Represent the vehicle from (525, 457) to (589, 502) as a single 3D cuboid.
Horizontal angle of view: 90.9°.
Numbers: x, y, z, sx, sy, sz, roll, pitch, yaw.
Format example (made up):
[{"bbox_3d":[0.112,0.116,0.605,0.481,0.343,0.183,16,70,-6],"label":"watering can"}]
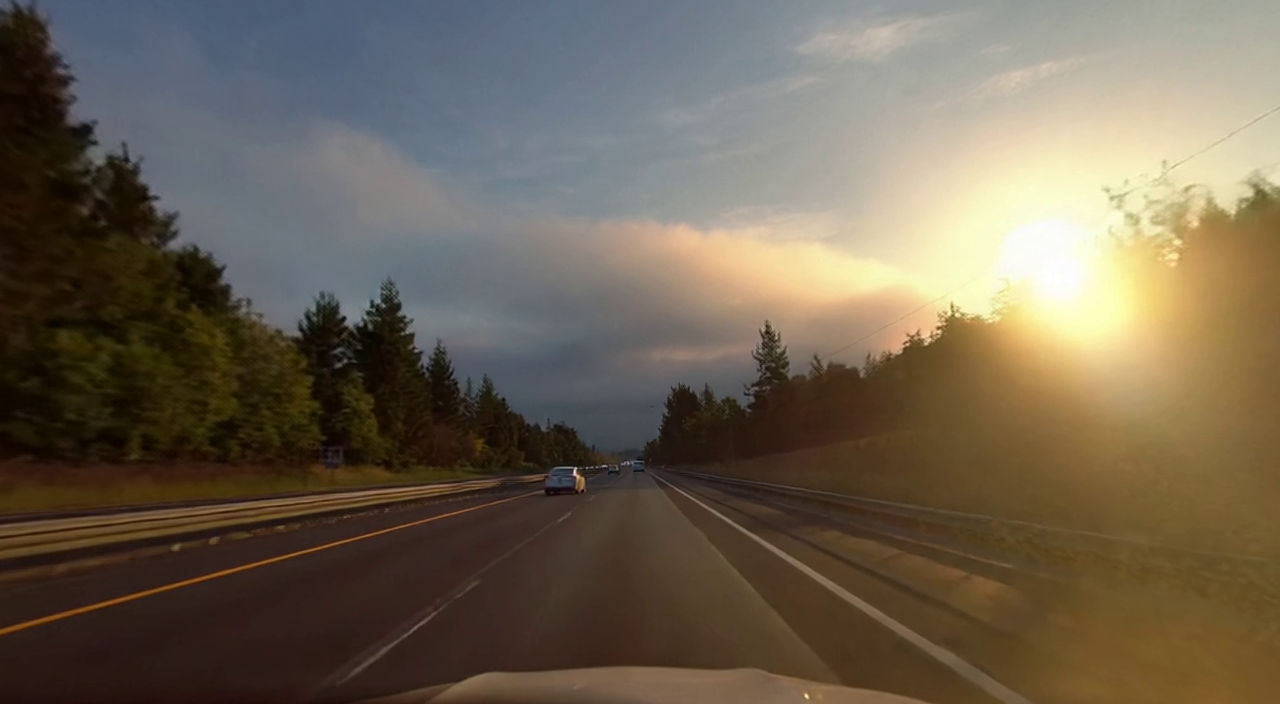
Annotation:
[{"bbox_3d":[-3.162,4.984,24.839,1.900,1.550,4.146,1,-10,1],"label":"vehicle"}]
